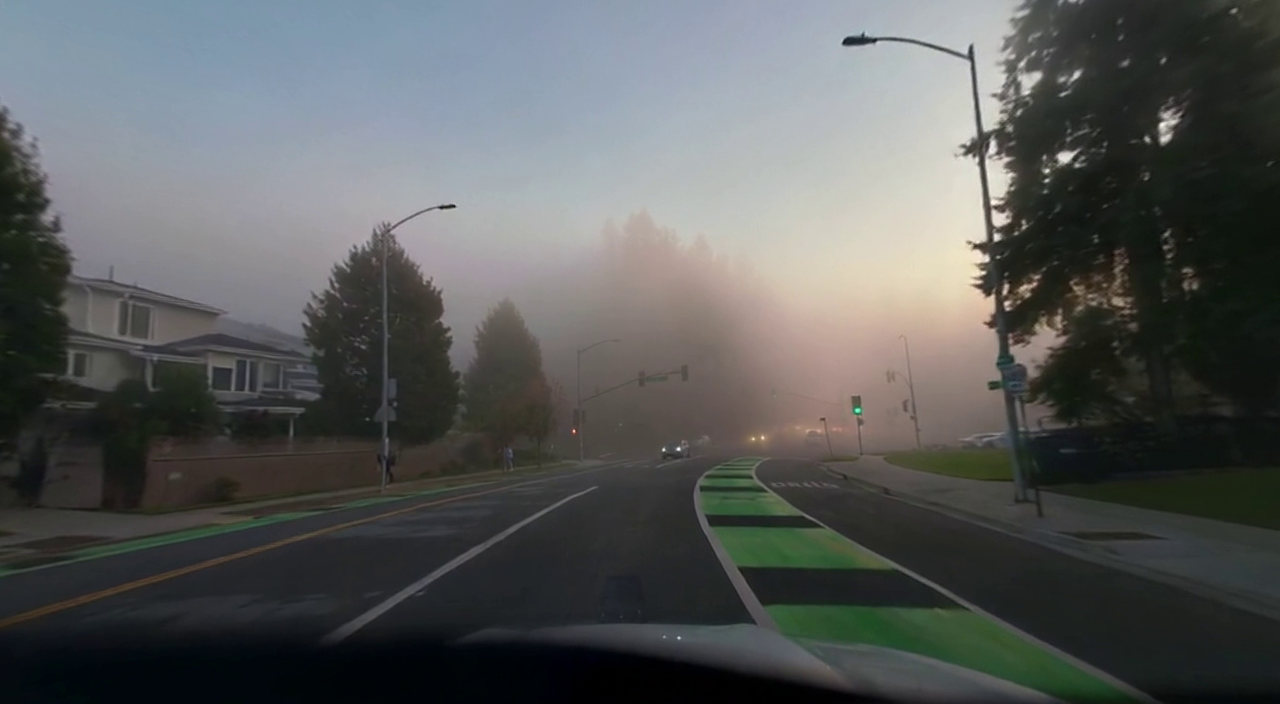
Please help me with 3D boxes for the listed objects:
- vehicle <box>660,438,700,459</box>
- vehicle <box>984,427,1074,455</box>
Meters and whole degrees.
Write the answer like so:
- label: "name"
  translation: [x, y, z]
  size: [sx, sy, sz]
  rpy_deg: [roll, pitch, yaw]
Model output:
- label: "vehicle"
  translation: [3.029, 7.062, 46.175]
  size: [1.904, 1.489, 4.746]
  rpy_deg: [-3, -9, 16]
- label: "vehicle"
  translation: [23.711, 5.448, 38.655]
  size: [1.972, 1.477, 5.340]
  rpy_deg: [-2, -7, -2]
